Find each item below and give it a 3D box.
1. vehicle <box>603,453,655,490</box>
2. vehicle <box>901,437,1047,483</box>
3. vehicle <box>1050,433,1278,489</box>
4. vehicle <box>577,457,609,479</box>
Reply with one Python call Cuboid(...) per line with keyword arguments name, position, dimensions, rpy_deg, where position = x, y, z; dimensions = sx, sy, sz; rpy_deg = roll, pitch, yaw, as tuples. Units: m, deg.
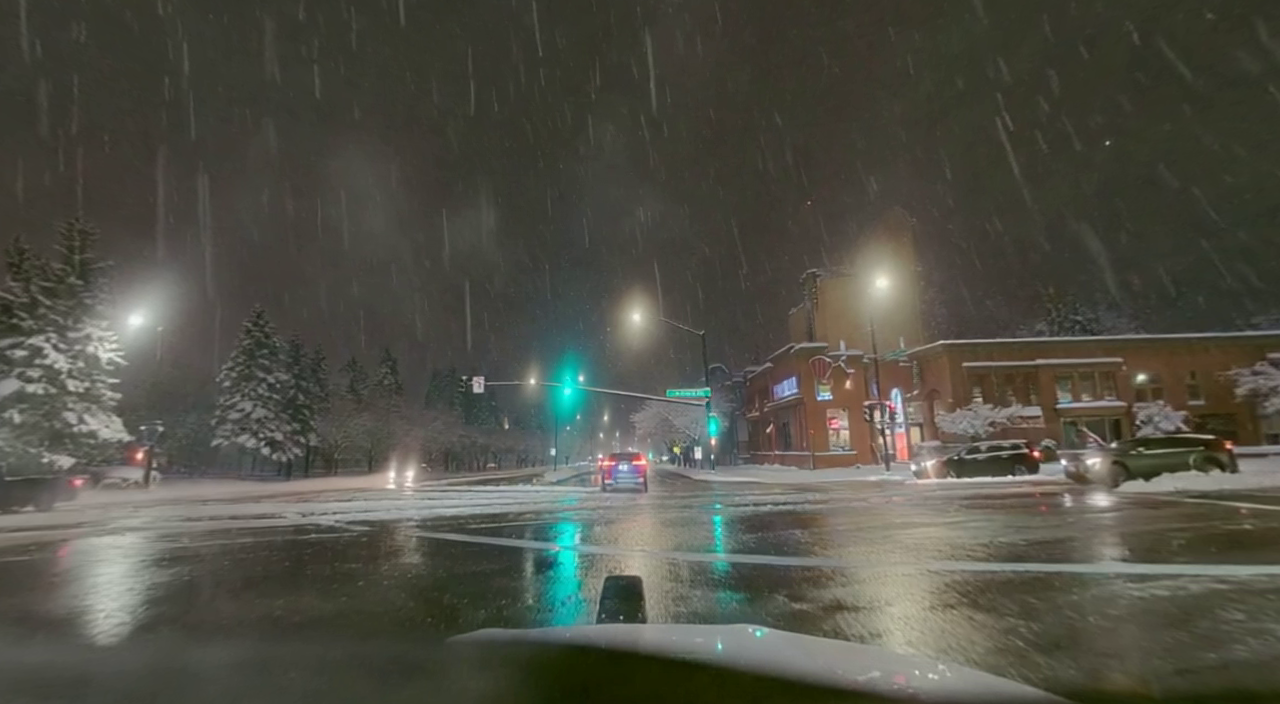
Cuboid(name="vehicle", position=(-0.436, 5.237, 27.982), dimensions=(2.115, 1.461, 3.976), rpy_deg=(0, -8, 1))
Cuboid(name="vehicle", position=(14.410, 4.665, 27.498), dimensions=(5.174, 1.878, 2.000), rpy_deg=(0, -9, -1))
Cuboid(name="vehicle", position=(14.769, 3.079, 18.033), dimensions=(4.801, 1.473, 1.922), rpy_deg=(0, -9, -1))
Cuboid(name="vehicle", position=(-3.461, 8.573, 46.888), dimensions=(1.967, 1.504, 4.101), rpy_deg=(0, -9, 1))
